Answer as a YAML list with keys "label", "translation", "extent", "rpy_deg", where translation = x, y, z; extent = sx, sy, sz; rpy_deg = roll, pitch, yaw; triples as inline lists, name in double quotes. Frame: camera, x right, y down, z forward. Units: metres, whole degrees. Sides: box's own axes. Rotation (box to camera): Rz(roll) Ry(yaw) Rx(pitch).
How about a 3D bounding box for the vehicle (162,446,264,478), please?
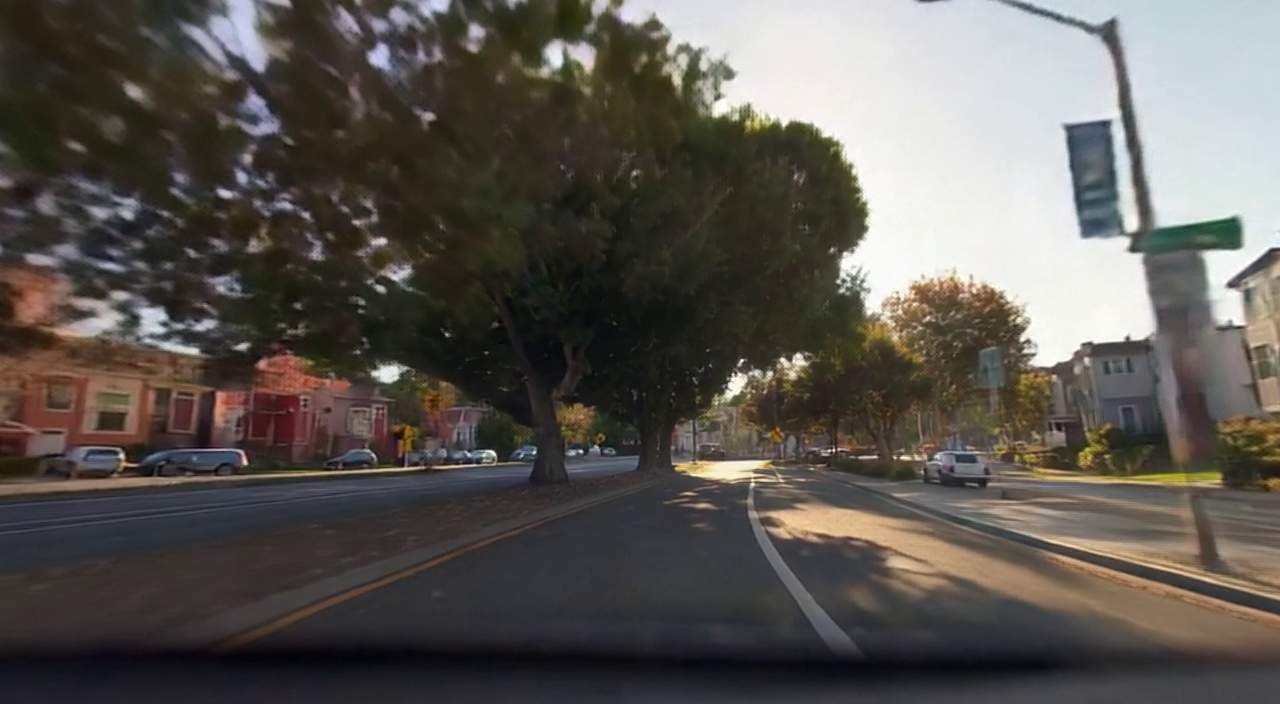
- label: "vehicle"
  translation: [-26.007, 6.704, 38.731]
  extent: [2.013, 1.792, 4.950]
  rpy_deg: [-2, -9, 14]

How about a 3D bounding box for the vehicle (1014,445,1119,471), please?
- label: "vehicle"
  translation: [25.312, 6.289, 37.616]
  extent: [4.669, 1.517, 1.993]
  rpy_deg: [-1, -9, 6]

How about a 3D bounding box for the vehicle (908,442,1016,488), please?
- label: "vehicle"
  translation: [12.209, 4.434, 24.360]
  extent: [1.988, 1.487, 4.479]
  rpy_deg: [-2, -13, 3]

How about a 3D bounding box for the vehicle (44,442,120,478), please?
- label: "vehicle"
  translation: [-32.476, 6.273, 36.721]
  extent: [4.799, 1.651, 2.268]
  rpy_deg: [-10, -7, 35]
